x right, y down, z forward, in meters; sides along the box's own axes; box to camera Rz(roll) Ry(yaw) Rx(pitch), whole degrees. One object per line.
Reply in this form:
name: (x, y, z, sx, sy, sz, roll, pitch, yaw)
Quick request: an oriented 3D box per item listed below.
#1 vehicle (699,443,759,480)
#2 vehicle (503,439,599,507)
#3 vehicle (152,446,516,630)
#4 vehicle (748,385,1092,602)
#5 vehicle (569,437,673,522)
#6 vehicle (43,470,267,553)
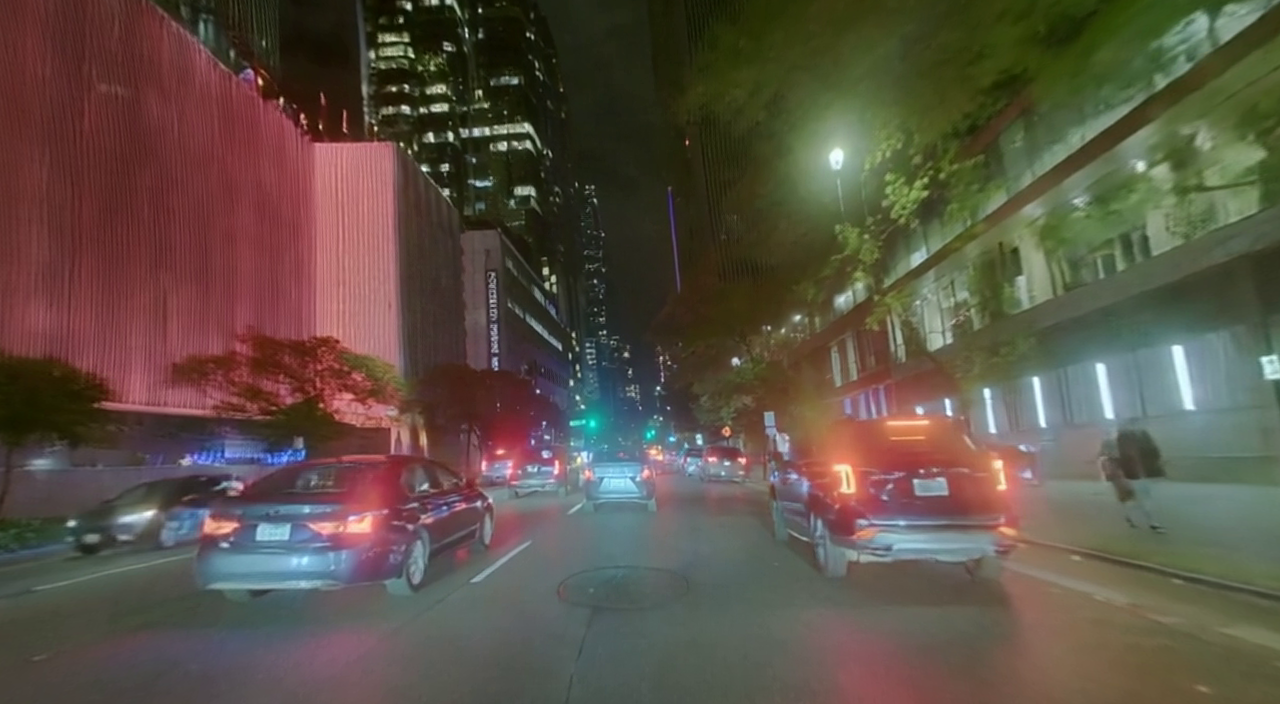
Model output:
vehicle: (3.780, 4.703, 27.528, 2.065, 1.461, 4.181, 0, -8, 1)
vehicle: (-2.565, 3.632, 19.533, 2.000, 1.818, 4.668, -1, -9, 4)
vehicle: (-2.964, 1.858, 7.439, 1.940, 1.481, 4.376, -1, -9, 2)
vehicle: (2.951, 1.645, 8.213, 2.352, 1.953, 4.798, -1, -9, 2)
vehicle: (-0.310, 2.855, 14.658, 2.076, 1.667, 3.948, -1, -9, 2)
vehicle: (-11.676, 3.816, 15.720, 2.122, 1.606, 4.221, 1, -9, 1)
